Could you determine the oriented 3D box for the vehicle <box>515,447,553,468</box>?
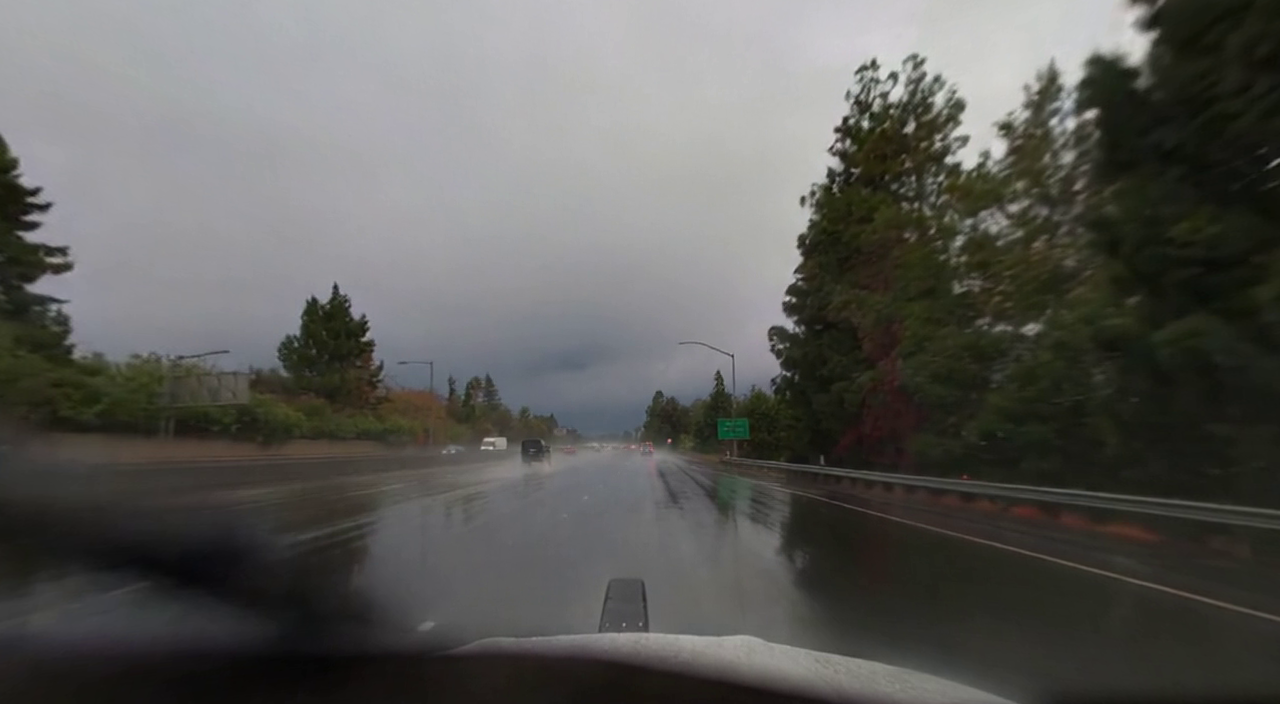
[{"bbox_3d":[-8.230,8.201,49.294,1.983,1.532,4.424,-1,-9,2],"label":"vehicle"}]
